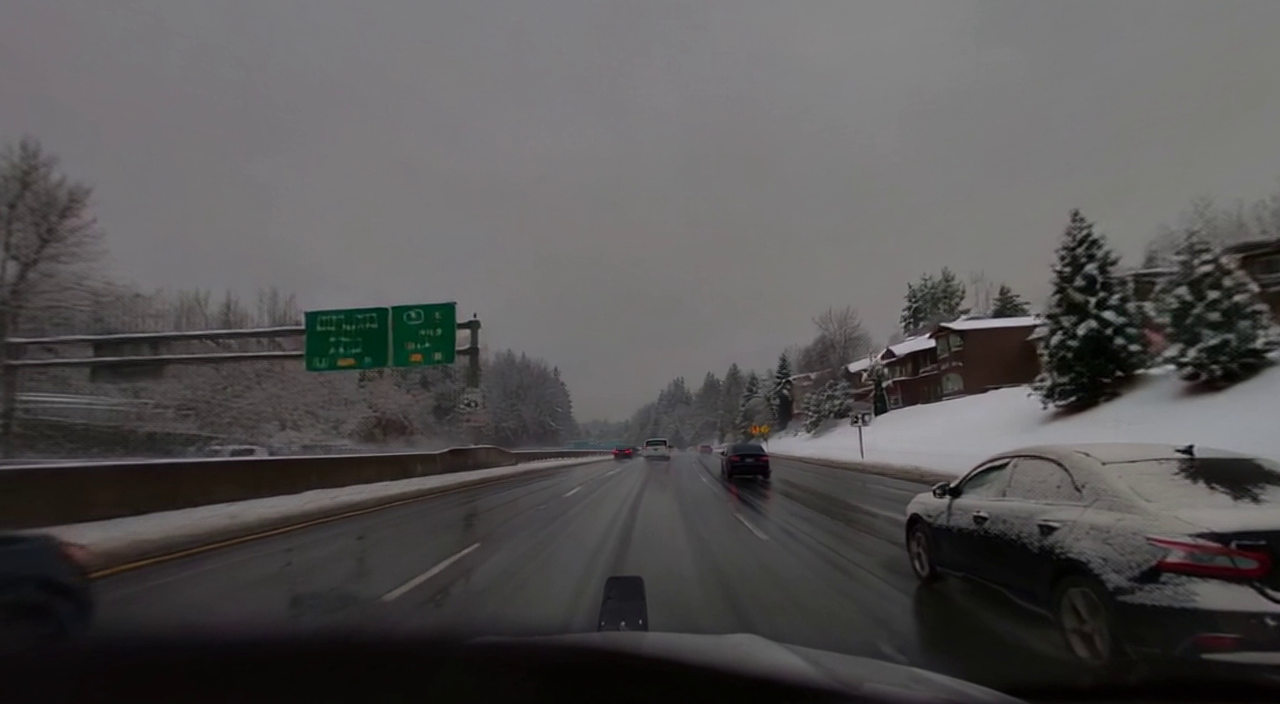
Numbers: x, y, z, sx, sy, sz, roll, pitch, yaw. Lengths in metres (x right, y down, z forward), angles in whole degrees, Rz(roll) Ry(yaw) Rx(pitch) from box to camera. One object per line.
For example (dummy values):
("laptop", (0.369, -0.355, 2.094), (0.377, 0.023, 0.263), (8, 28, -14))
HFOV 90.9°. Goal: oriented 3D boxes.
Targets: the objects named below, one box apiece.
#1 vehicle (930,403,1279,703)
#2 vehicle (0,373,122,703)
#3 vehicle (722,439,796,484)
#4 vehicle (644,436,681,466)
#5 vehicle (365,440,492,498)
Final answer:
("vehicle", (3.730, 1.146, 3.859), (1.912, 1.509, 4.291), (0, -8, 1))
("vehicle", (-3.575, 0.638, 0.813), (2.136, 1.571, 4.285), (0, -8, 0))
("vehicle", (4.100, 3.843, 22.385), (1.854, 1.438, 3.954), (0, -8, 0))
("vehicle", (1.393, 6.193, 39.683), (2.183, 1.764, 4.134), (0, -8, 2))
("vehicle", (-6.088, 3.390, 18.820), (2.050, 1.507, 4.375), (0, -8, 3))
